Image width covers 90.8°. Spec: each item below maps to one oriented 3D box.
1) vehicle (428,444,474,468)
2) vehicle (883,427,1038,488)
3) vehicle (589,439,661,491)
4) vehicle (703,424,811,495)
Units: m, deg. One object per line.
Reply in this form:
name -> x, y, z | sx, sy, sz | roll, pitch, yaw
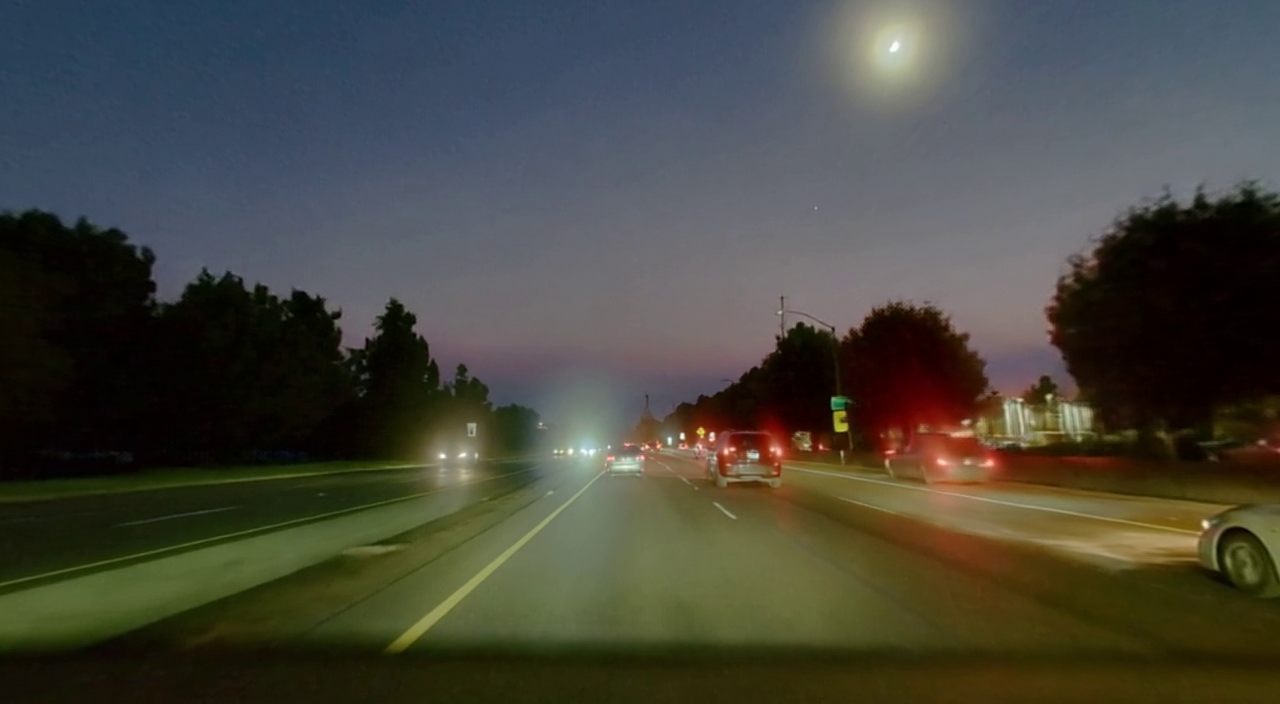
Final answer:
vehicle -> -14.227, 7.805, 47.788 | 1.971, 1.718, 4.408 | 0, -8, 1
vehicle -> 11.285, 3.784, 23.011 | 2.533, 1.900, 6.143 | 0, -8, 1
vehicle -> -0.434, 3.511, 19.923 | 2.040, 1.451, 3.736 | 0, -8, 0
vehicle -> 3.294, 3.152, 18.887 | 2.186, 1.842, 4.553 | 0, -8, -2
